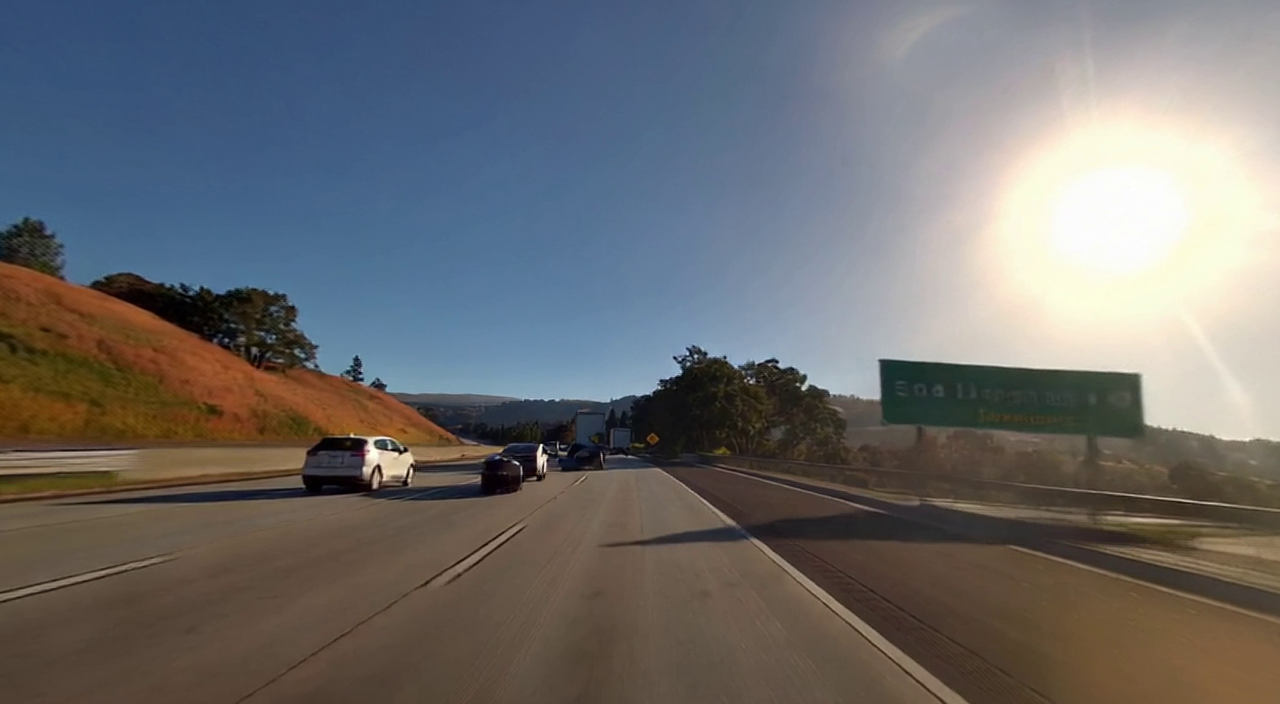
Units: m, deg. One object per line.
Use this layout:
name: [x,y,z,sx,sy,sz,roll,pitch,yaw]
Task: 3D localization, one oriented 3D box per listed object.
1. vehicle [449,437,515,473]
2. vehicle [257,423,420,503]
vehicle: [-7.742,5.087,31.270,2.099,1.644,4.638,1,-9,-1]
vehicle: [-7.446,2.791,16.153,2.081,1.740,4.268,1,-9,-1]
